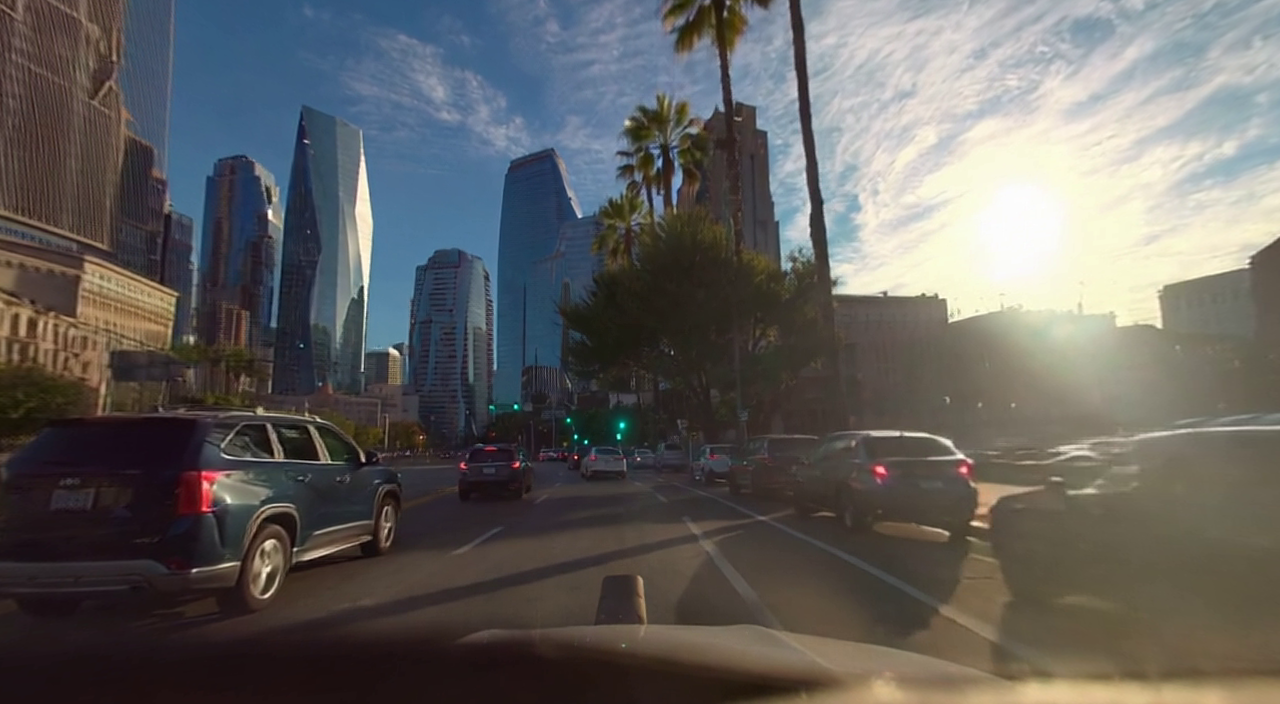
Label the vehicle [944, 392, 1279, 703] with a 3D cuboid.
[{"bbox_3d":[4.091,1.155,4.147,1.773,1.584,4.553,0,-9,-2],"label":"vehicle"}]

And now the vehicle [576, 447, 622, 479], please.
[{"bbox_3d":[-2.128,5.563,31.770,2.036,1.461,3.890,1,-9,-7],"label":"vehicle"}]

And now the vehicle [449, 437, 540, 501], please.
[{"bbox_3d":[-4.352,3.556,19.548,2.014,1.740,4.392,0,-9,-3],"label":"vehicle"}]

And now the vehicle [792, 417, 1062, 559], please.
[{"bbox_3d":[3.982,1.978,9.888,1.895,1.663,4.732,0,-9,-1],"label":"vehicle"}]

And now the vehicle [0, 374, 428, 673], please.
[{"bbox_3d":[-3.669,1.357,5.982,1.800,1.797,4.224,0,-9,0],"label":"vehicle"}]
